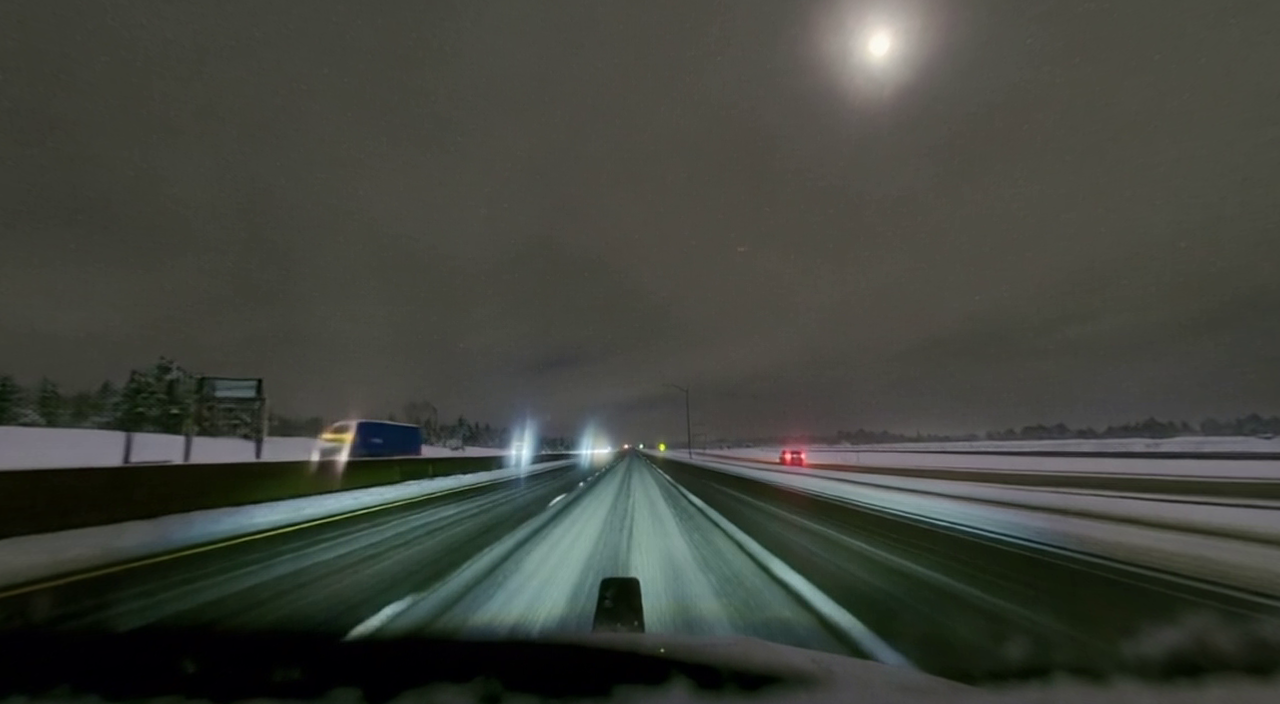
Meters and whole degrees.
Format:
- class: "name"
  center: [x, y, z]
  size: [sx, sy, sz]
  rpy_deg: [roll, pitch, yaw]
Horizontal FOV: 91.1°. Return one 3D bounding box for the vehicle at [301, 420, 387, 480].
- class: "vehicle"
  center: [-20.480, 6.842, 43.950]
  size: [2.971, 3.884, 6.041]
  rpy_deg: [0, -9, -1]
